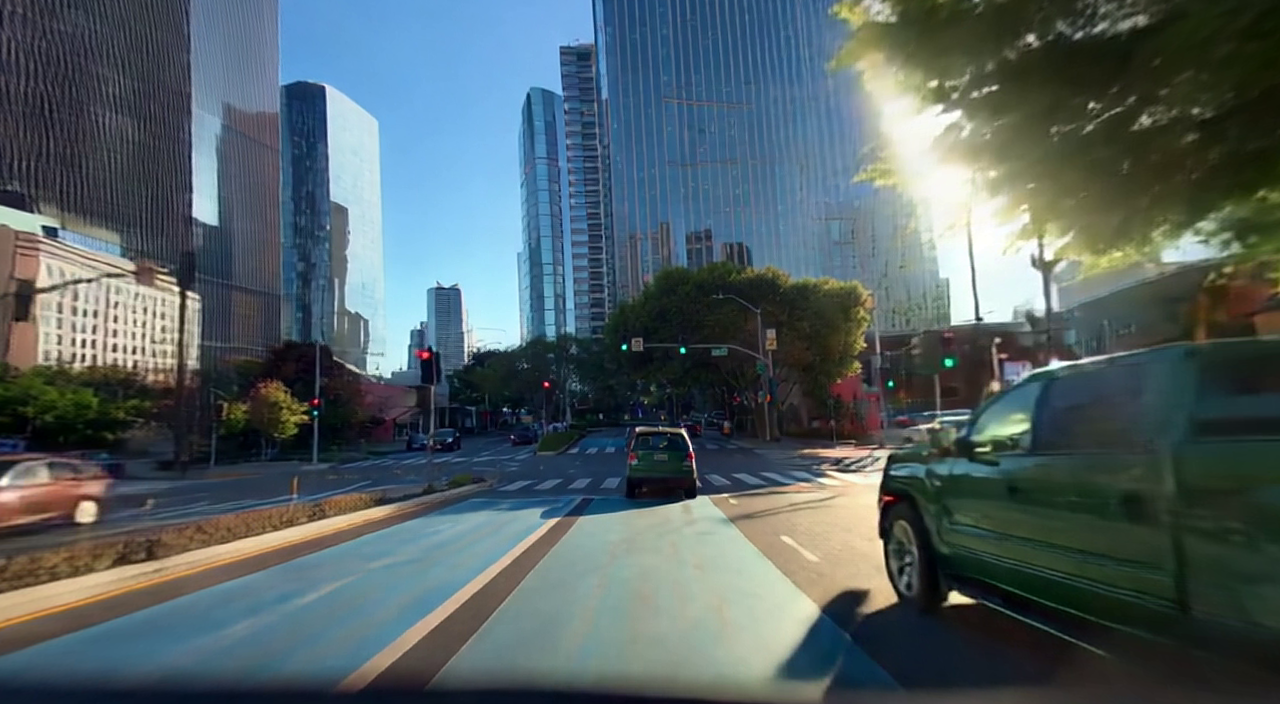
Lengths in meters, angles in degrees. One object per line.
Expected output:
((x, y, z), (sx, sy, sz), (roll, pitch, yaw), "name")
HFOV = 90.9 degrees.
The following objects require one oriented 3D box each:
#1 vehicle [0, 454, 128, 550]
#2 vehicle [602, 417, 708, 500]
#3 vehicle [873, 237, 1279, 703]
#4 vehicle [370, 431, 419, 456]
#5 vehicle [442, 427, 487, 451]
((-13.380, 2.999, 12.719), (2.025, 1.785, 4.845), (0, -9, 0), "vehicle")
((0.337, 2.638, 15.868), (2.283, 1.773, 4.255), (0, -9, 0), "vehicle")
((3.374, 0.703, 2.450), (2.487, 2.048, 6.443), (0, -9, 0), "vehicle")
((-19.221, 7.193, 49.553), (2.060, 1.867, 4.626), (0, -9, -2), "vehicle")
((-13.324, 6.685, 48.155), (2.062, 1.697, 4.321), (0, -8, 2), "vehicle")
